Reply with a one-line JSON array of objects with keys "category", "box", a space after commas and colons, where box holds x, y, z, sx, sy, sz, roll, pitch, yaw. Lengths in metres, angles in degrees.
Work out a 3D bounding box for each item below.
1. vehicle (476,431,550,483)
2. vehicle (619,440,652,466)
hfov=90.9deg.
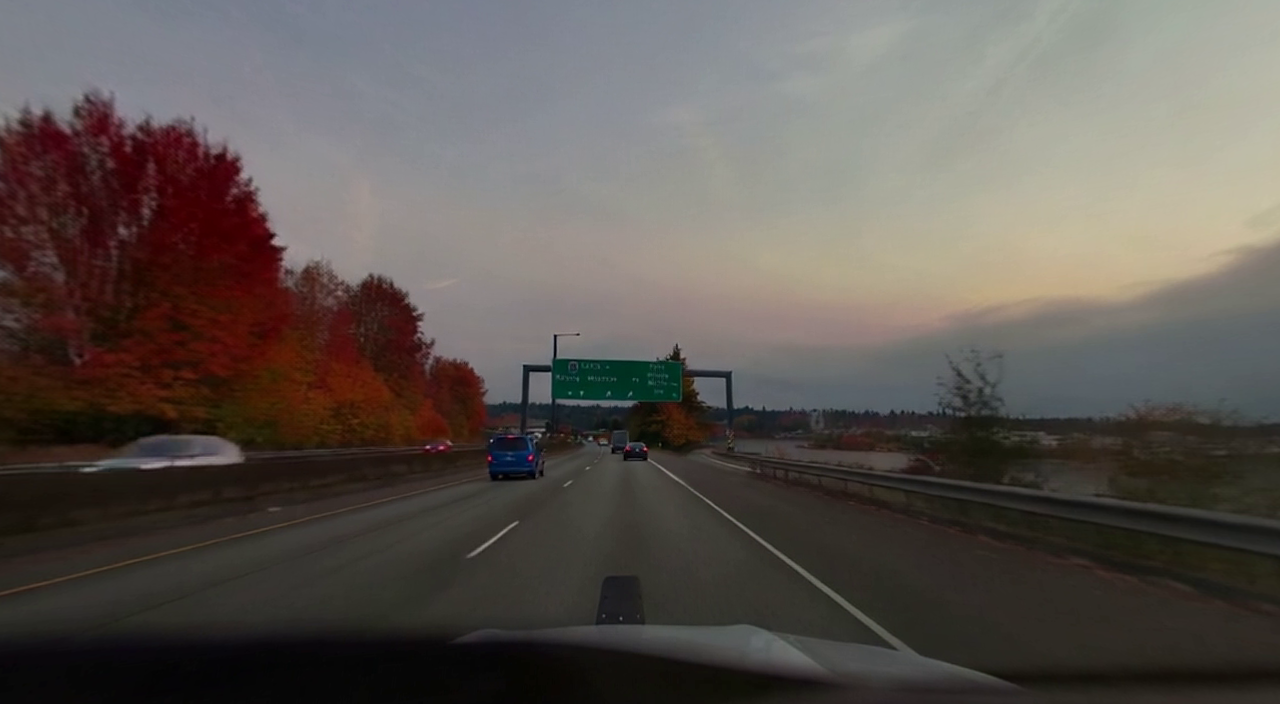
[{"category": "vehicle", "box": [-4.577, 3.861, 23.380, 1.924, 1.720, 4.195, 0, -8, -1]}, {"category": "vehicle", "box": [-0.296, 6.278, 39.267, 1.939, 1.497, 3.863, 0, -8, -1]}]
